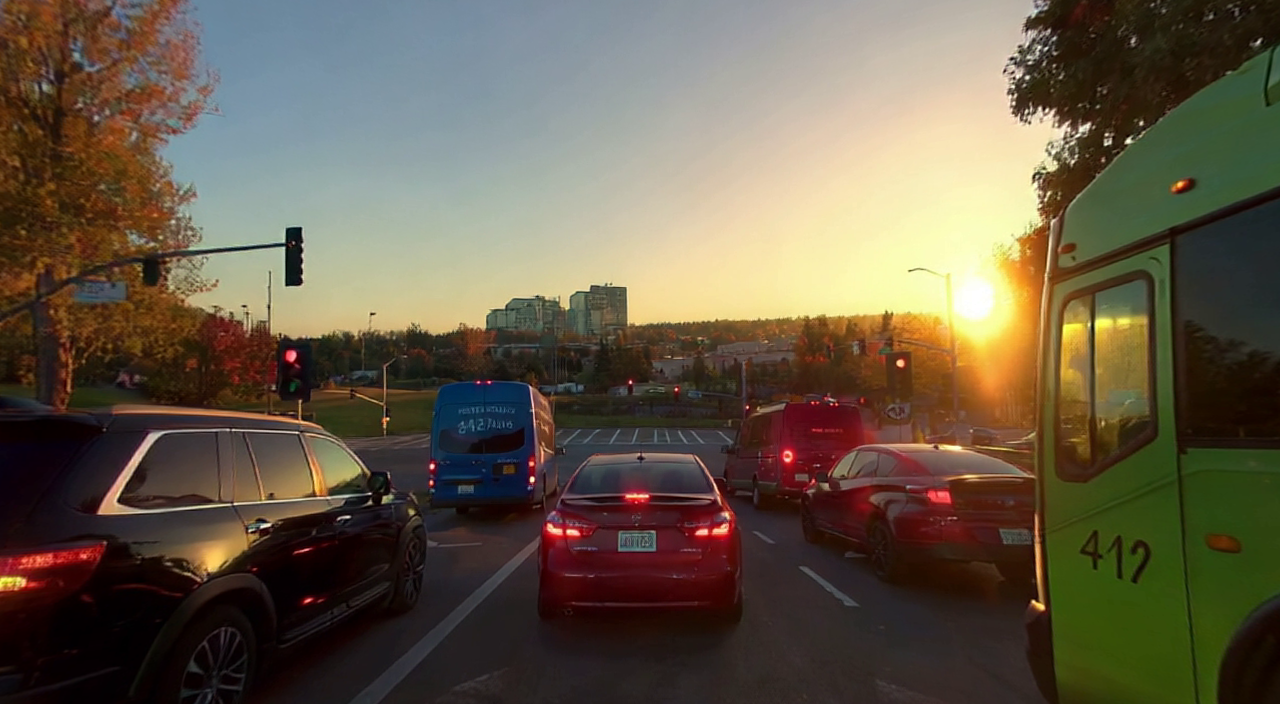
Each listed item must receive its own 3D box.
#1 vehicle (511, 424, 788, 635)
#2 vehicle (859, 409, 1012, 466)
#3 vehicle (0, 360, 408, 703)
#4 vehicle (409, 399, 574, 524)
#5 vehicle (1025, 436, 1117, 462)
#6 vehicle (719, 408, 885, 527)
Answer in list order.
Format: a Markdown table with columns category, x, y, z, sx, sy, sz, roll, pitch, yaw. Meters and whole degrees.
| category | x | y | z | sx | sy | sz | roll | pitch | yaw |
| --- | --- | --- | --- | --- | --- | --- | --- | --- | --- |
| vehicle | 0.061 | 1.548 | 6.417 | 1.976 | 1.485 | 3.624 | 0 | -8 | 0 |
| vehicle | 17.593 | 5.129 | 37.928 | 7.839 | 3.213 | 2.628 | 0 | -8 | -3 |
| vehicle | -3.411 | 1.173 | 4.633 | 1.921 | 1.701 | 3.989 | 0 | -8 | -1 |
| vehicle | -2.931 | 2.352 | 13.984 | 2.335 | 2.221 | 5.165 | 0 | -8 | 1 |
| vehicle | 25.878 | 5.826 | 37.992 | 4.229 | 1.489 | 1.794 | 0 | -8 | -2 |
| vehicle | 3.146 | 2.399 | 13.669 | 2.143 | 2.036 | 5.367 | 0 | -8 | 0 |
